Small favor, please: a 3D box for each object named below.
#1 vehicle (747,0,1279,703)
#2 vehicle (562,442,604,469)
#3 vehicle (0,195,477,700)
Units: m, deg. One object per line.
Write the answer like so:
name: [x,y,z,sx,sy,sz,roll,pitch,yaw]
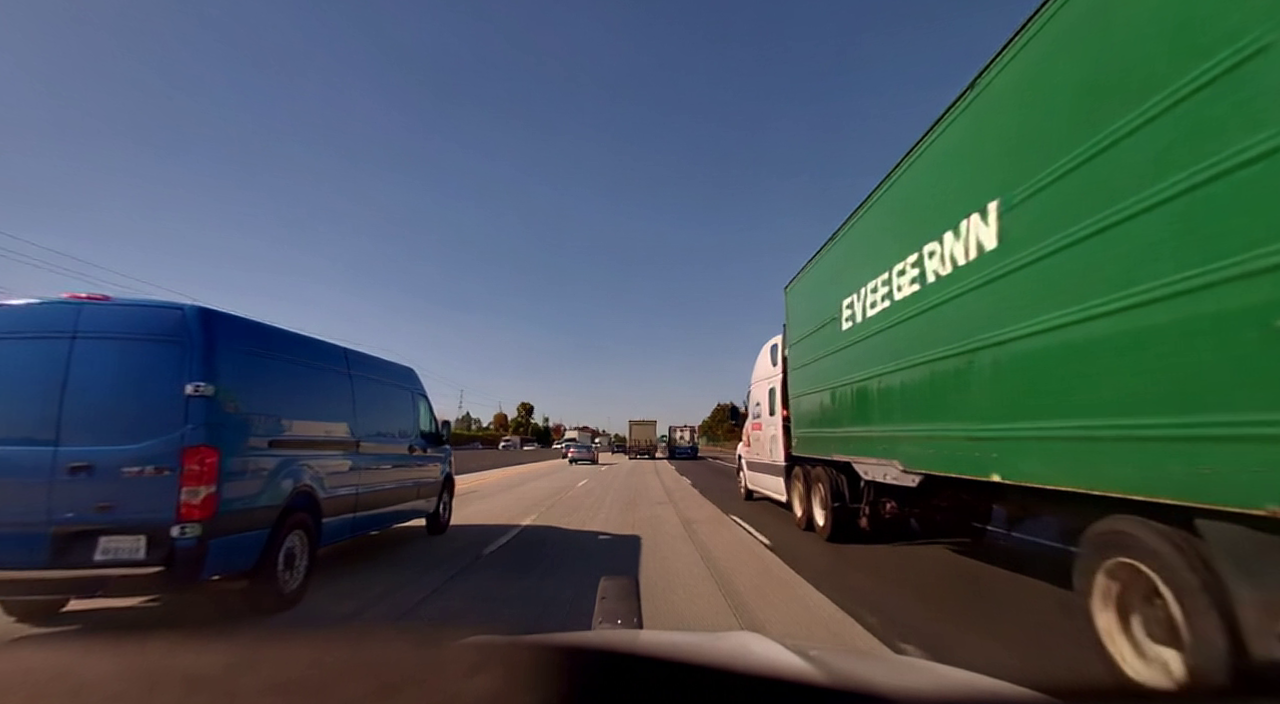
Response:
vehicle: [3.997,0.475,7.860,2.951,3.974,13.340,0,-8,0]
vehicle: [-3.370,6.228,38.274,2.024,1.472,4.014,-1,-8,2]
vehicle: [-3.916,0.962,6.914,2.557,2.855,6.674,0,-9,-1]
